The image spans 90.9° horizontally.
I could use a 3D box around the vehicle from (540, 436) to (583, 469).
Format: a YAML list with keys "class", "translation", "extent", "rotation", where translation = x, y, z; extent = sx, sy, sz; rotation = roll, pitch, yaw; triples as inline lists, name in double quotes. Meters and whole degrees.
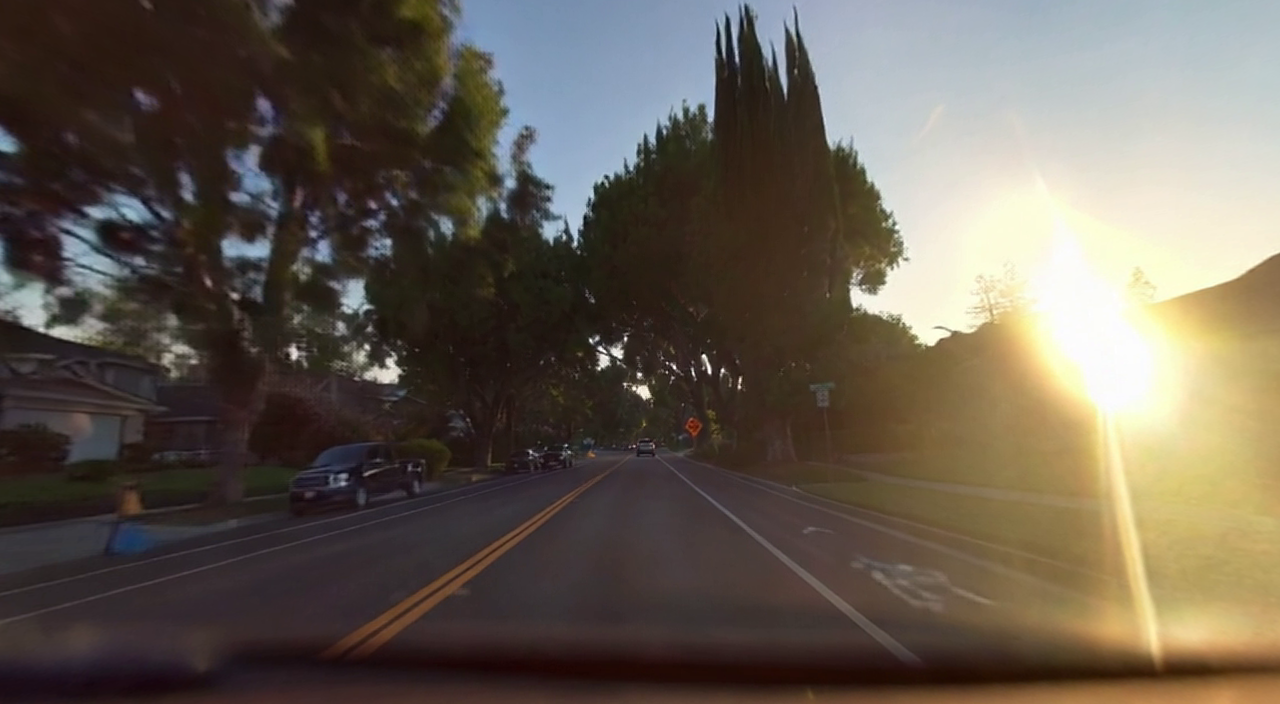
- class: "vehicle"
  translation: [-5.685, 7.372, 46.487]
  extent: [2.517, 2.323, 5.205]
  rotation: [0, -8, 0]

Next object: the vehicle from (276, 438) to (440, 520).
- class: "vehicle"
  translation: [-8.270, 3.688, 19.341]
  extent: [2.422, 1.855, 6.165]
  rotation: [-4, -7, -2]

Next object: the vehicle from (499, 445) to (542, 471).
- class: "vehicle"
  translation: [-8.346, 7.418, 44.372]
  extent: [2.107, 1.745, 4.569]
  rotation: [0, -8, 0]
